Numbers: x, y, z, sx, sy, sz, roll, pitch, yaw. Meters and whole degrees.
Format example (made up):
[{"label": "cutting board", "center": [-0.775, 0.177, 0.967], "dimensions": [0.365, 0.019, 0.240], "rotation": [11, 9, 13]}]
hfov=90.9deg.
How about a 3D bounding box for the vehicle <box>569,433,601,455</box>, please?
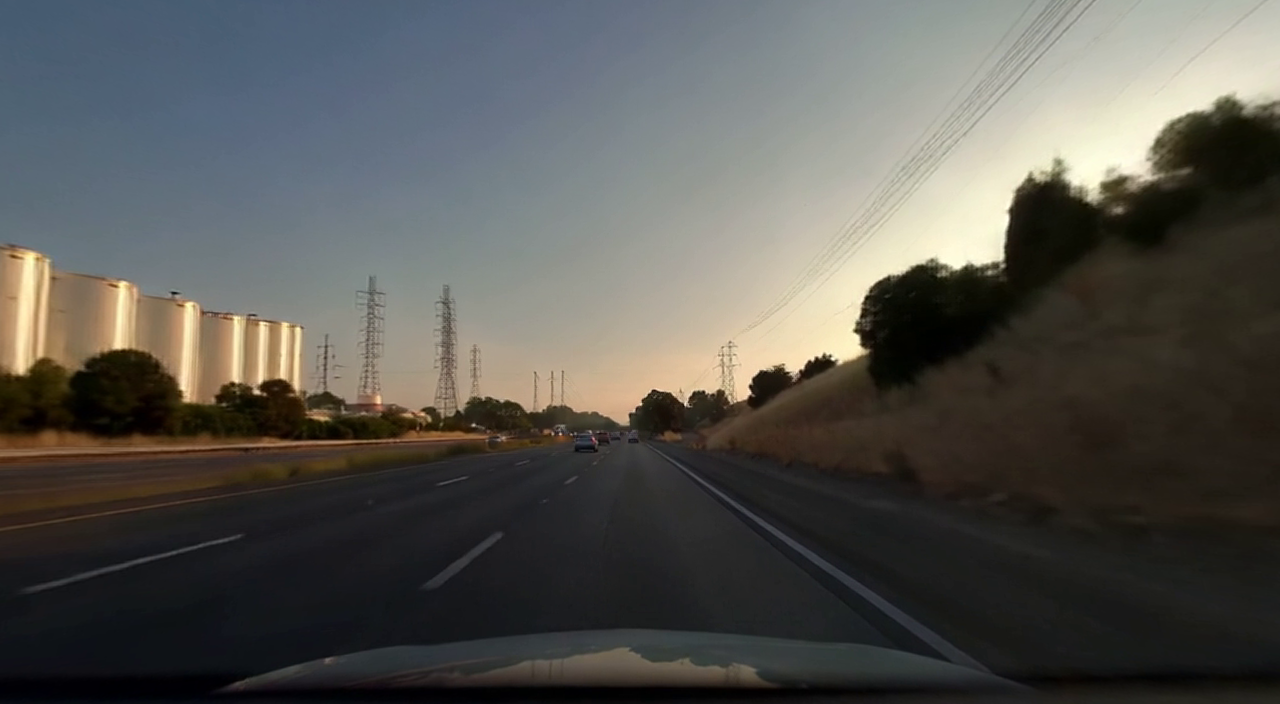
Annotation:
[{"label": "vehicle", "center": [-3.895, 6.584, 45.160], "dimensions": [1.952, 1.462, 3.969], "rotation": [0, -8, -1]}]
